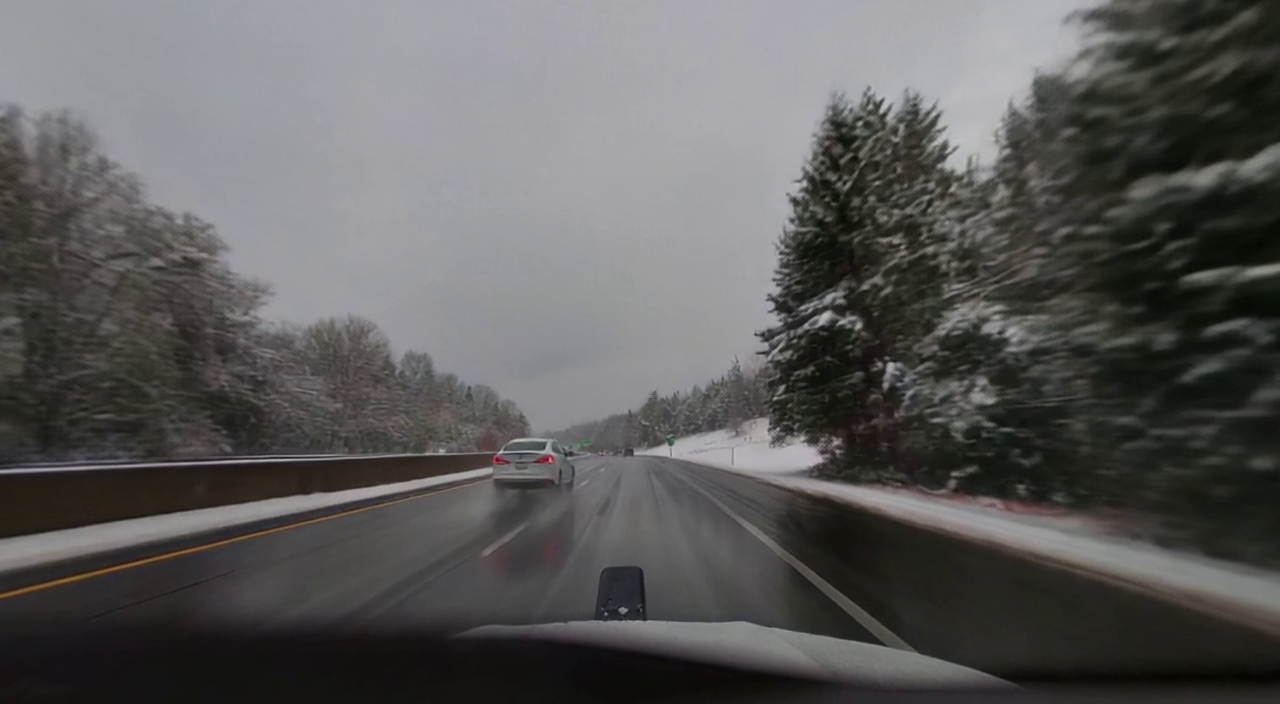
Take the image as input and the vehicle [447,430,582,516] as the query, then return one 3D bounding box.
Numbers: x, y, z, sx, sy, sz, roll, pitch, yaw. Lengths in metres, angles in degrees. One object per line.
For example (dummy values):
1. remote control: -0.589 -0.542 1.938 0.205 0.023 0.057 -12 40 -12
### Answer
1. vehicle: -2.714 2.737 14.870 2.135 1.686 4.517 0 -8 2
